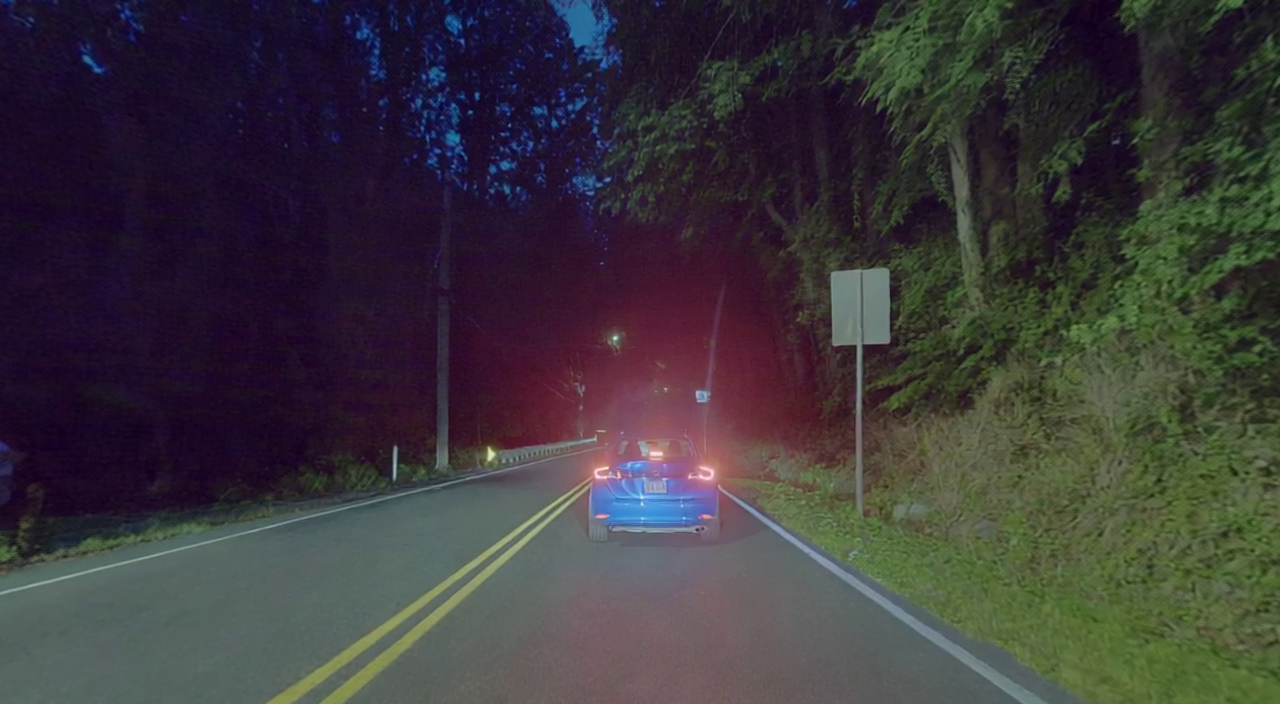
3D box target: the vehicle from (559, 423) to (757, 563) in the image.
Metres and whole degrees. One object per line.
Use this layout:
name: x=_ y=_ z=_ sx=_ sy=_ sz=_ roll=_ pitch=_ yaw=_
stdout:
vehicle: x=0.234 y=1.849 z=8.918 sx=2.187 sy=1.533 sz=3.726 roll=0 pitch=-8 yaw=1
